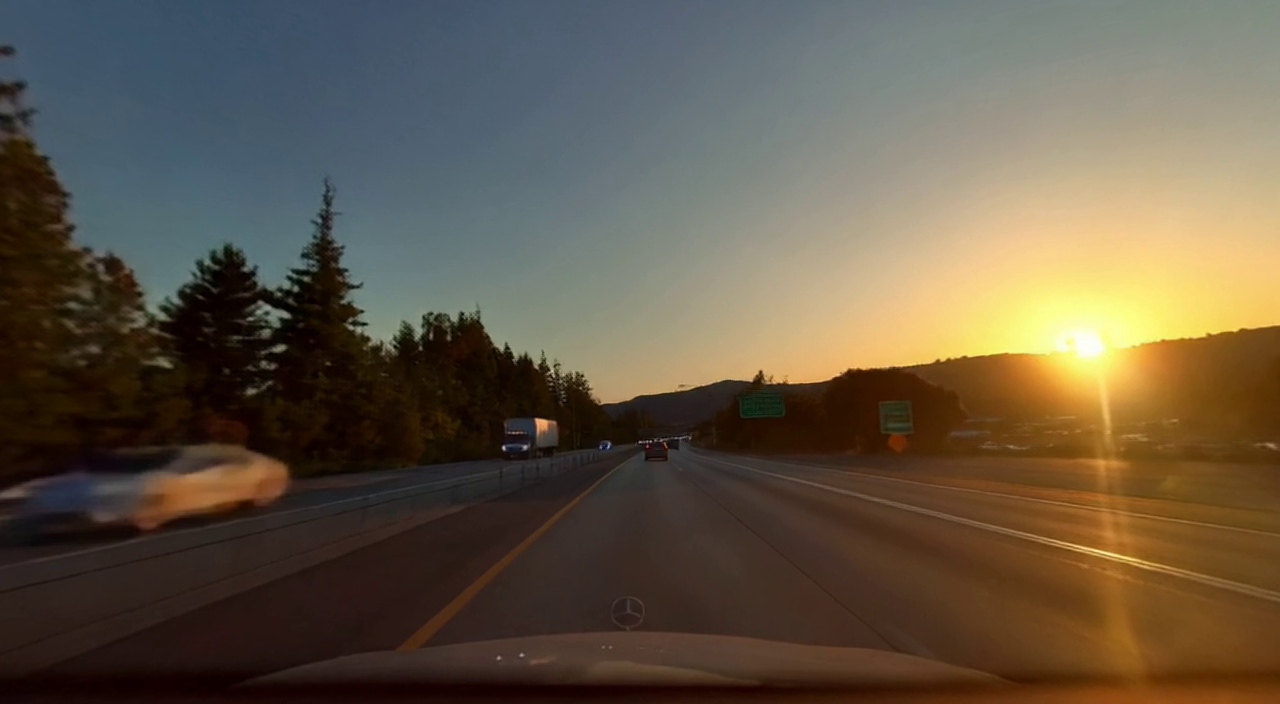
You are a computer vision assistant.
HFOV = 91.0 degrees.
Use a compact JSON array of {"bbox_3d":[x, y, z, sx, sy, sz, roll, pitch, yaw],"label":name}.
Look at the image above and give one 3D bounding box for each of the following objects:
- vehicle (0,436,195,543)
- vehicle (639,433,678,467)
[{"bbox_3d":[-10.127,2.238,10.852,1.850,1.523,4.054,0,-8,1],"label":"vehicle"},{"bbox_3d":[1.164,6.097,39.261,2.301,1.944,4.554,0,-8,2],"label":"vehicle"}]
